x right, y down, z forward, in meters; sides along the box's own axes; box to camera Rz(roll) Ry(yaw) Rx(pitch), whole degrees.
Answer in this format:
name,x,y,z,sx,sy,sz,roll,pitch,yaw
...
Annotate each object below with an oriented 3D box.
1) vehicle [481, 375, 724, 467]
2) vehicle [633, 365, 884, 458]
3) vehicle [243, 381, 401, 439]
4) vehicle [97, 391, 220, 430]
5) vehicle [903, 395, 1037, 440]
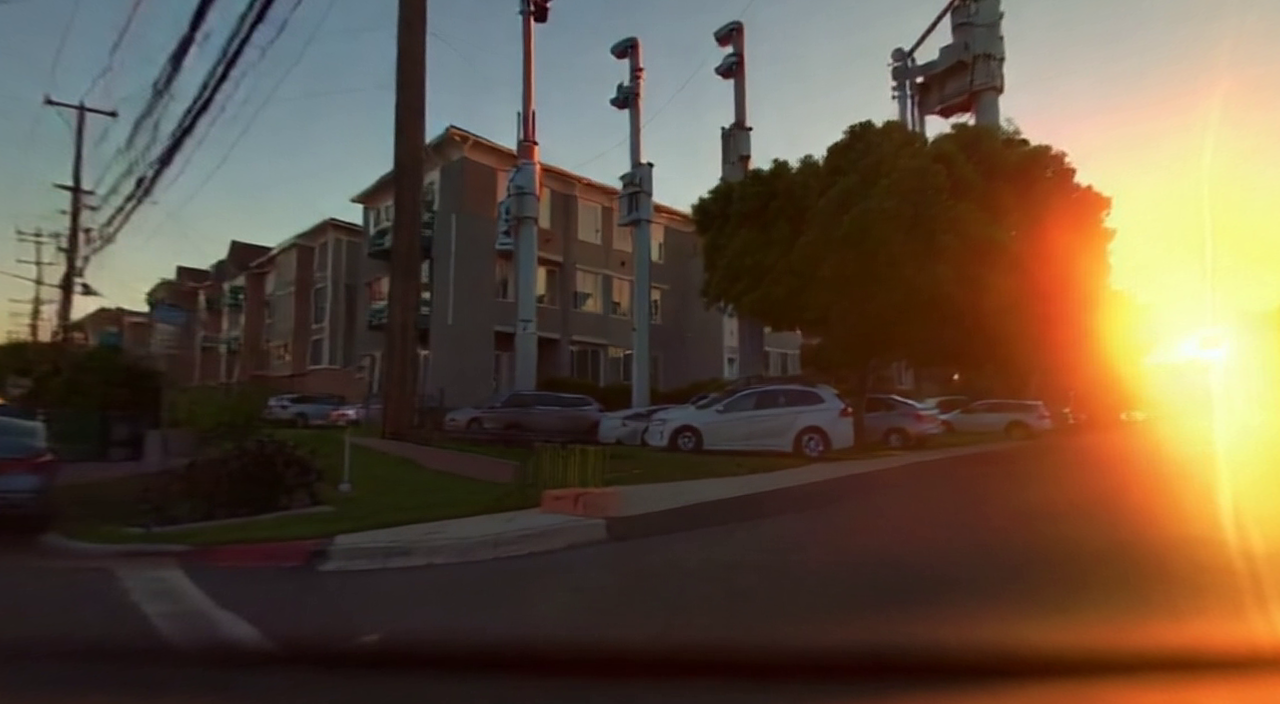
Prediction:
name,x,y,z,sx,sy,sz,roll,pitch,yaw
vehicle,-0.692,1.410,13.114,4.648,1.659,1.897,0,-7,14
vehicle,2.775,1.438,15.245,5.514,1.976,2.153,0,-7,11
vehicle,-12.027,2.173,23.805,5.778,1.875,2.152,-1,-8,27
vehicle,-23.440,2.800,30.838,1.714,1.608,4.520,-2,-2,42
vehicle,13.430,2.690,25.913,4.450,1.707,1.902,0,-7,10
